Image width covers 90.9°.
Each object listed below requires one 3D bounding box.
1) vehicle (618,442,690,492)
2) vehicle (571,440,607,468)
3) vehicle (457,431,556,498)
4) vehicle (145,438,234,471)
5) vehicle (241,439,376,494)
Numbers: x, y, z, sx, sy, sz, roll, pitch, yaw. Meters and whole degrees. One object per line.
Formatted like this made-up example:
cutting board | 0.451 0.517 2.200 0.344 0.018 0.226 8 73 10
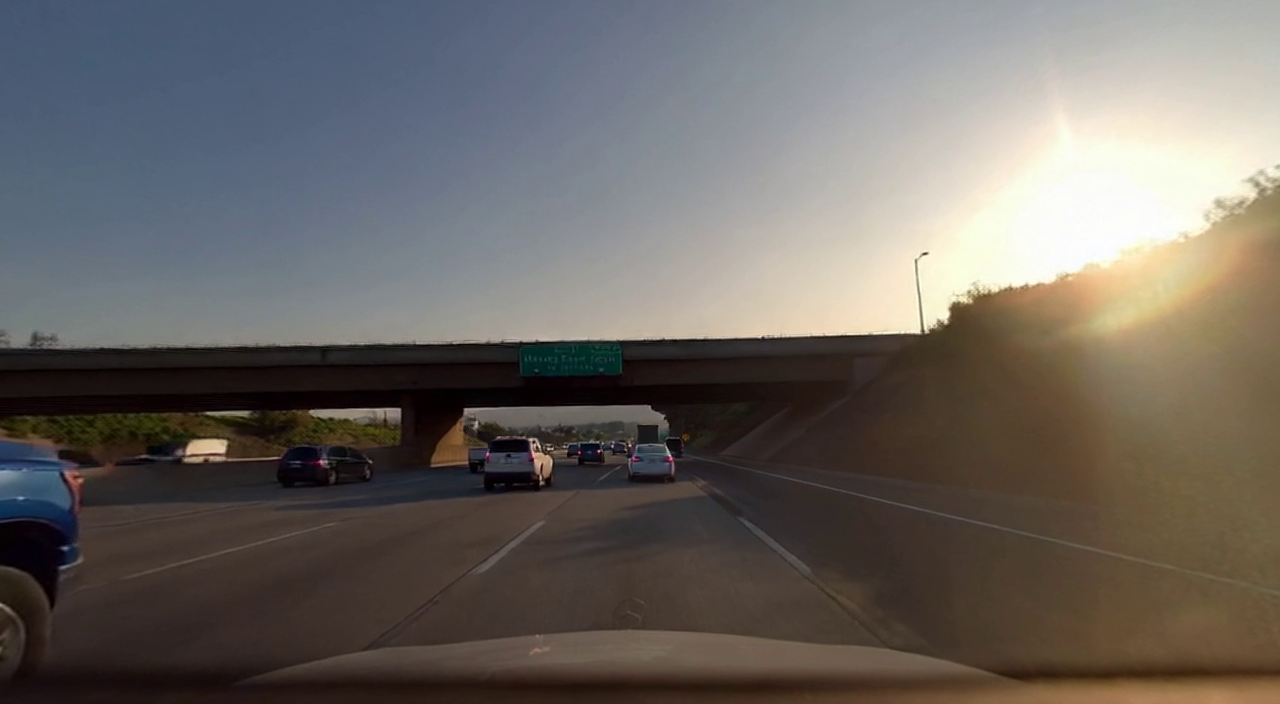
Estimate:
vehicle | 0.400 3.630 20.267 2.054 1.421 4.090 0 -8 0
vehicle | -3.192 6.465 40.184 1.897 1.646 4.049 0 -8 1
vehicle | -3.736 3.229 18.501 1.903 1.721 4.210 0 -8 1
vehicle | -30.551 6.959 42.996 2.239 2.119 5.149 0 -8 0
vehicle | -10.564 3.654 20.527 1.941 1.602 4.277 0 -8 2
